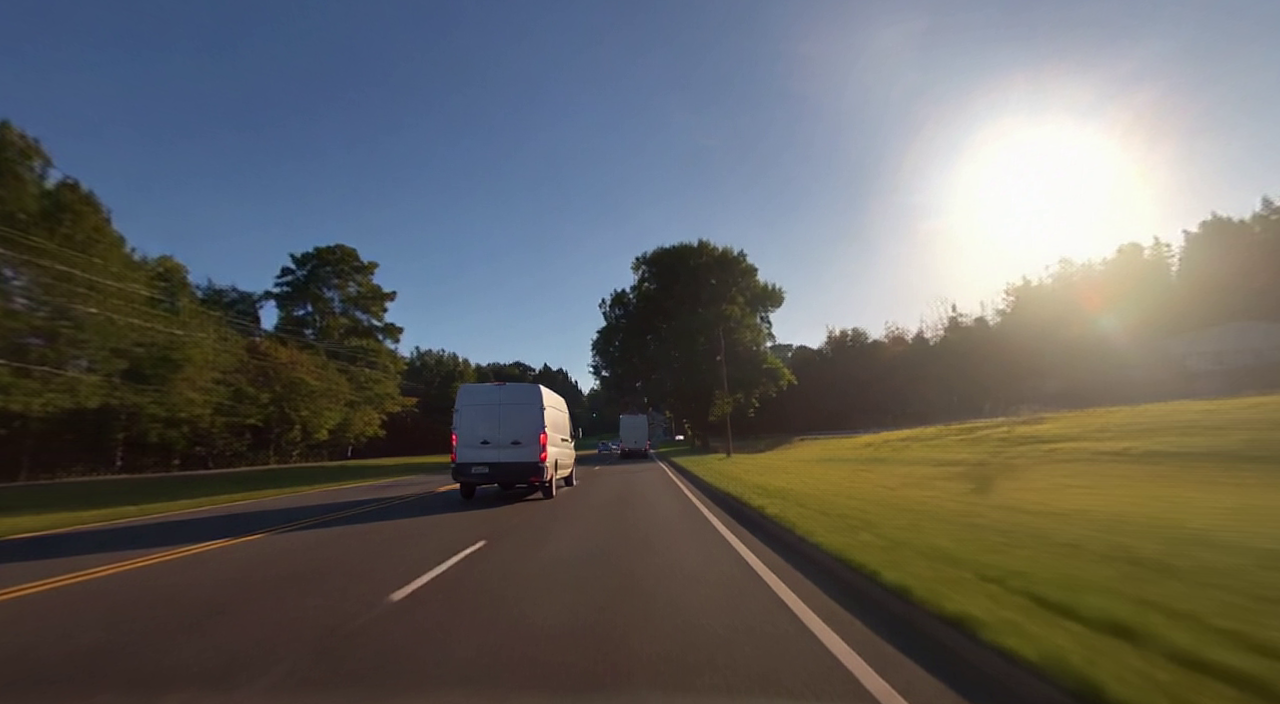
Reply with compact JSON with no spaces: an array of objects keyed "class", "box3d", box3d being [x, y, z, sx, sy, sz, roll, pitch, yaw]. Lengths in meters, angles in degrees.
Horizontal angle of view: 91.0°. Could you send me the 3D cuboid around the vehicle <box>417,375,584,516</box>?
[{"class":"vehicle","box3d":[-2.878,2.193,14.869,2.497,2.628,6.016,0,-8,0]}]
